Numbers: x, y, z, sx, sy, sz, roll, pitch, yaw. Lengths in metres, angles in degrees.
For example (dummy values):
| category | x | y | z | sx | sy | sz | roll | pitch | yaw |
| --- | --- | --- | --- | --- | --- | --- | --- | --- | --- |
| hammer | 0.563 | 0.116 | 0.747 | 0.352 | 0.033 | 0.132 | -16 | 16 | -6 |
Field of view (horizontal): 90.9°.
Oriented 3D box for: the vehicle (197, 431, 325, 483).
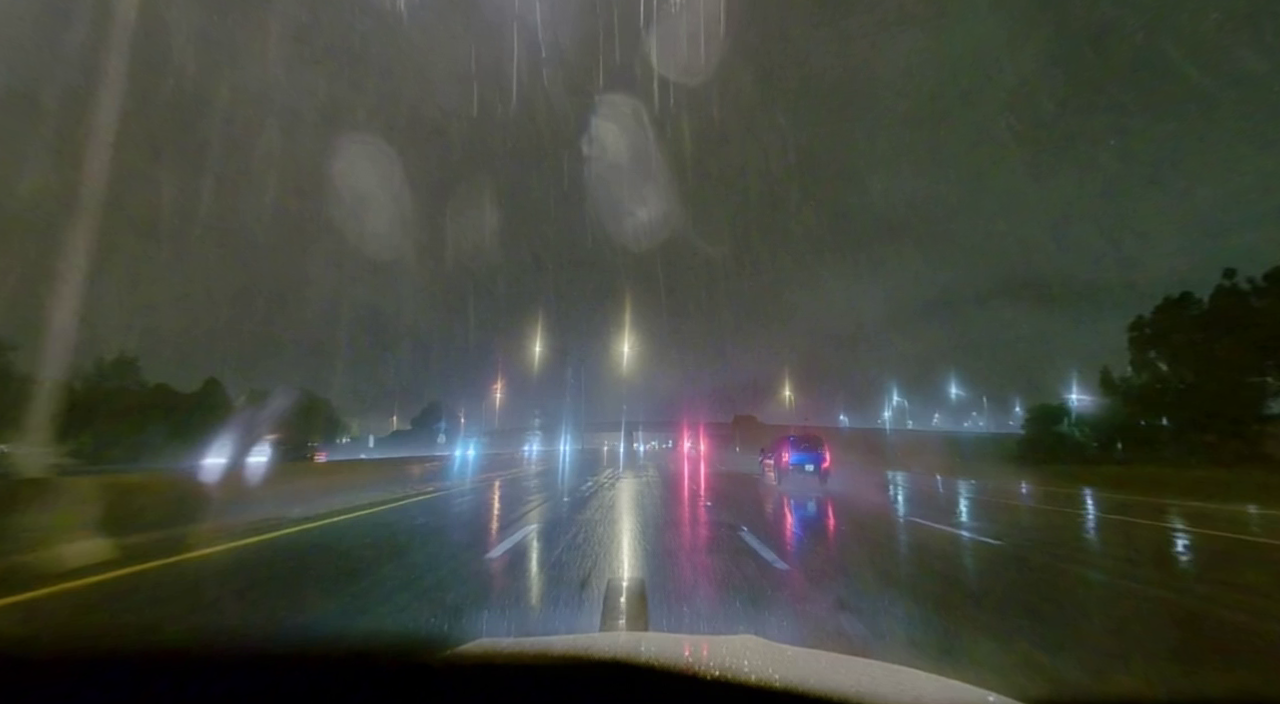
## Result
| category | x | y | z | sx | sy | sz | roll | pitch | yaw |
| --- | --- | --- | --- | --- | --- | --- | --- | --- | --- |
| vehicle | -11.075 | 3.071 | 18.714 | 1.633 | 1.387 | 3.381 | 0 | -8 | 0 |
